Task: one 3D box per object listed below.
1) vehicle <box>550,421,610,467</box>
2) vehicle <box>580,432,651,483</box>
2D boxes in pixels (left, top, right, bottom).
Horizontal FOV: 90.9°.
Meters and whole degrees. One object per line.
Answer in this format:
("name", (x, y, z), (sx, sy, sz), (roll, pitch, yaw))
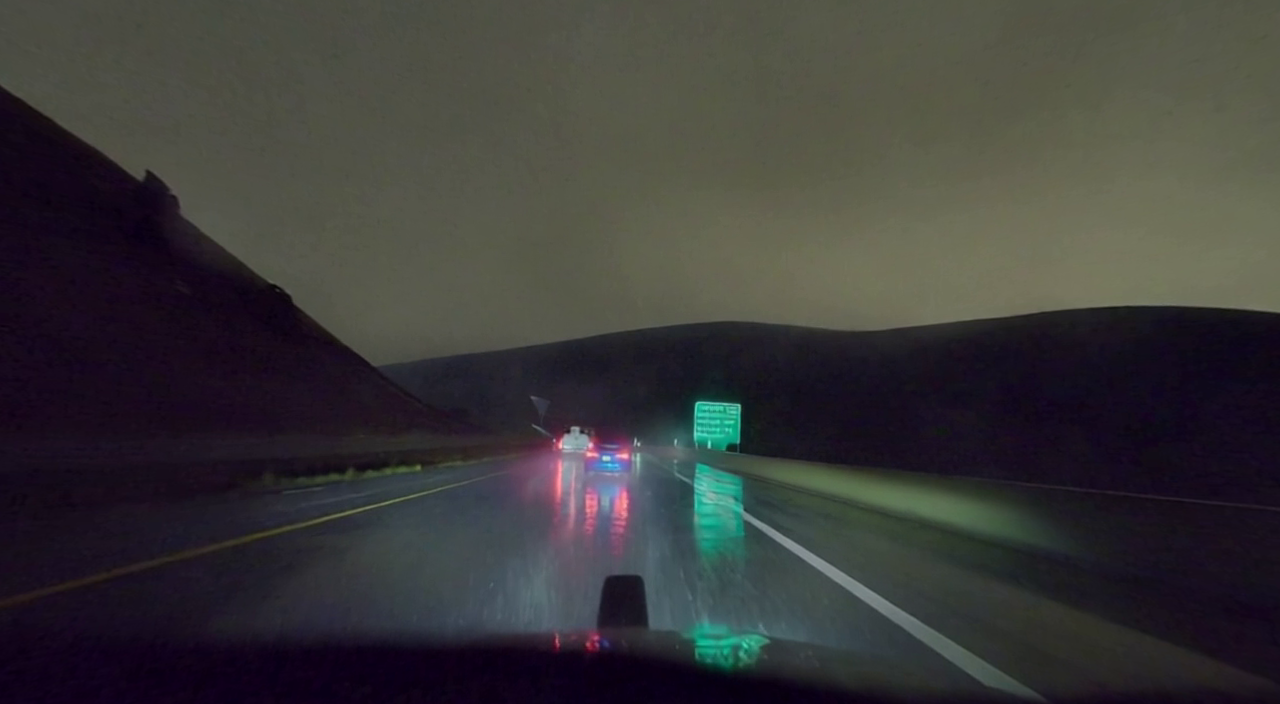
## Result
("vehicle", (-2.996, 4.793, 32.876), (2.444, 2.204, 5.568), (0, -9, 1))
("vehicle", (-0.686, 3.484, 21.075), (2.097, 1.511, 4.585), (0, -8, 1))
